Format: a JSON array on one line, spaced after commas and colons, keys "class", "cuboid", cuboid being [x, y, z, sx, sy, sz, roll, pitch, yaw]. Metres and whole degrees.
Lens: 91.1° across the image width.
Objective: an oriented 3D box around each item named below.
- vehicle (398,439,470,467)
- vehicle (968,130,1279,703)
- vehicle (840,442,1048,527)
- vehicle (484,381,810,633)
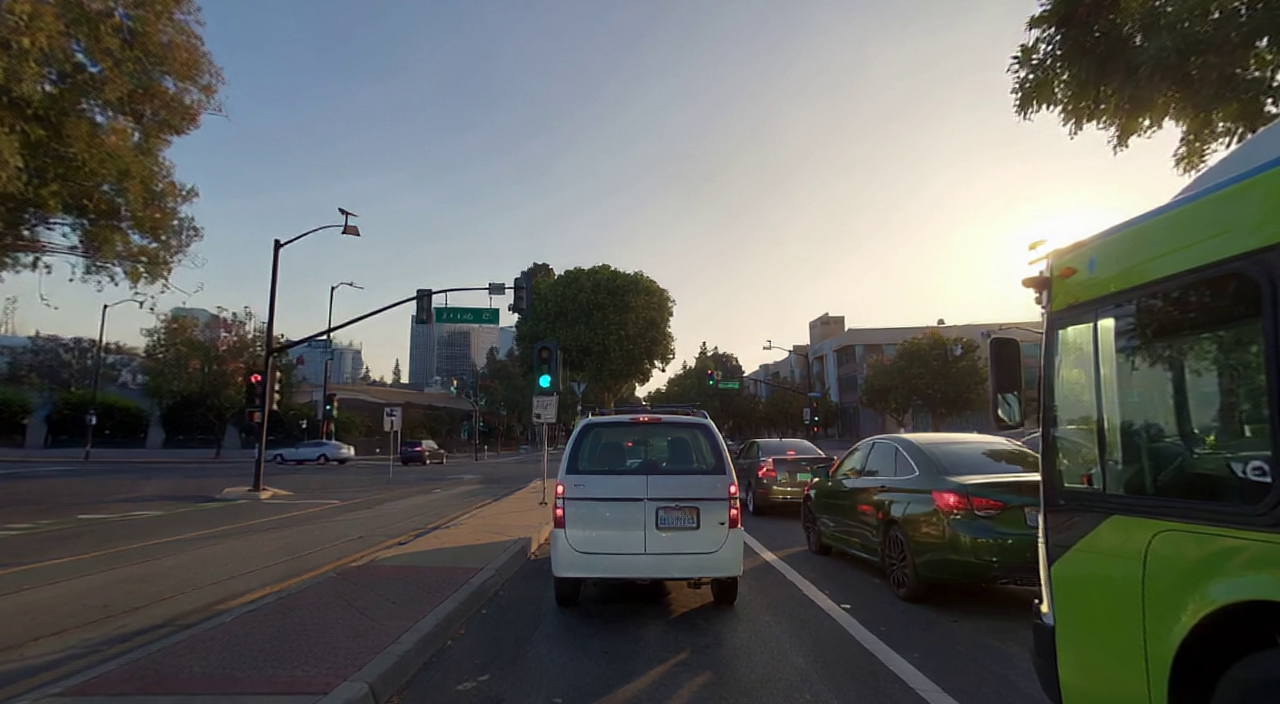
[{"class": "vehicle", "cuboid": [-13.810, 6.763, 42.235, 1.924, 1.720, 4.097, -8, -12, 44]}, {"class": "vehicle", "cuboid": [2.619, 0.318, 0.412, 2.037, 2.065, 5.037, 0, -8, 0]}, {"class": "vehicle", "cuboid": [5.998, 2.638, 13.207, 1.987, 1.457, 4.675, 0, -8, -1]}, {"class": "vehicle", "cuboid": [0.024, 1.476, 6.996, 2.381, 1.842, 4.603, 0, -8, -1]}]
